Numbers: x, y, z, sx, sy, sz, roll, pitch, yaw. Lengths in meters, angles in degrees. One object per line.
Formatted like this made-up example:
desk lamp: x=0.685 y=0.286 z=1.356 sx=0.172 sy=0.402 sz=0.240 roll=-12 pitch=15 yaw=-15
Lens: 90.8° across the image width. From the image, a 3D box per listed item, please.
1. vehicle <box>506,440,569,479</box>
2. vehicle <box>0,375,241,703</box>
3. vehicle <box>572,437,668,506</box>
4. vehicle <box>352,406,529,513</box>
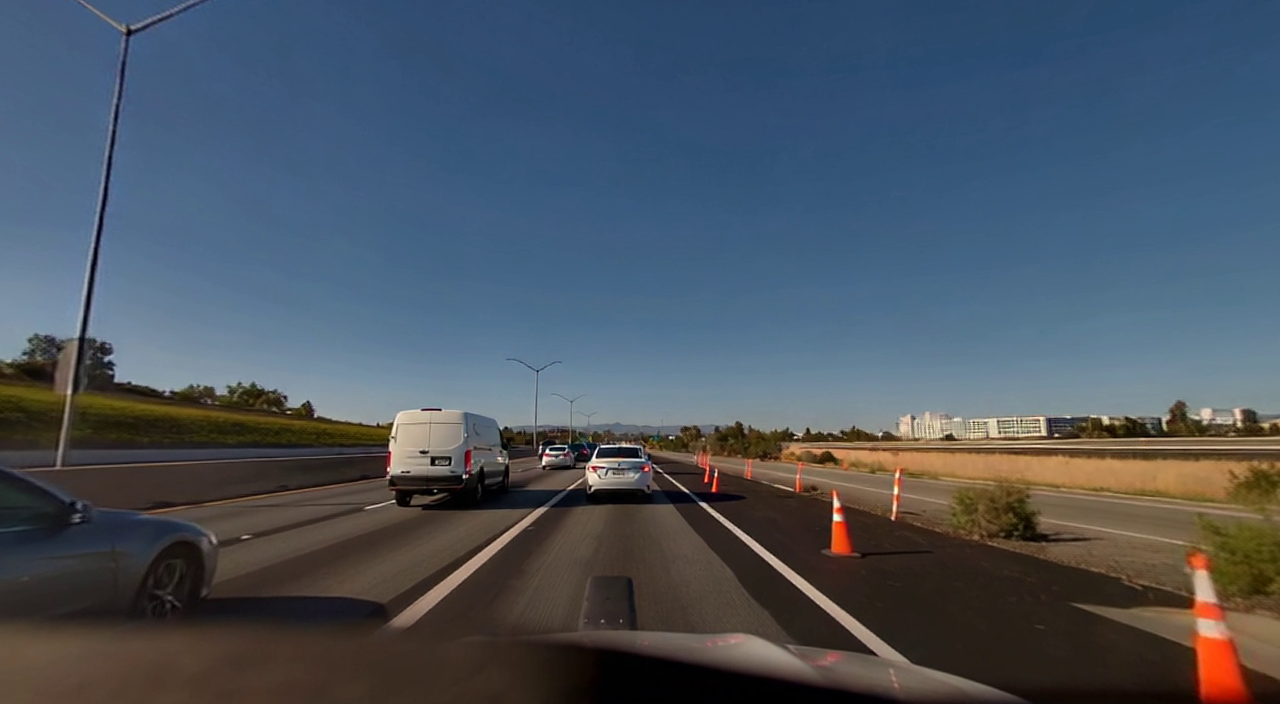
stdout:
vehicle: x=-4.090 y=4.350 z=25.740 sx=1.824 sy=1.459 sz=4.007 roll=0 pitch=-9 yaw=1
vehicle: x=-3.975 y=0.842 z=2.394 sx=2.041 sy=1.604 sz=4.384 roll=0 pitch=-9 yaw=0
vehicle: x=-0.457 y=2.889 z=15.718 sx=2.069 sy=1.484 sz=3.918 roll=0 pitch=-9 yaw=-1
vehicle: x=-4.303 y=2.472 z=14.936 sx=2.324 sy=2.012 sz=5.740 roll=0 pitch=-9 yaw=0
